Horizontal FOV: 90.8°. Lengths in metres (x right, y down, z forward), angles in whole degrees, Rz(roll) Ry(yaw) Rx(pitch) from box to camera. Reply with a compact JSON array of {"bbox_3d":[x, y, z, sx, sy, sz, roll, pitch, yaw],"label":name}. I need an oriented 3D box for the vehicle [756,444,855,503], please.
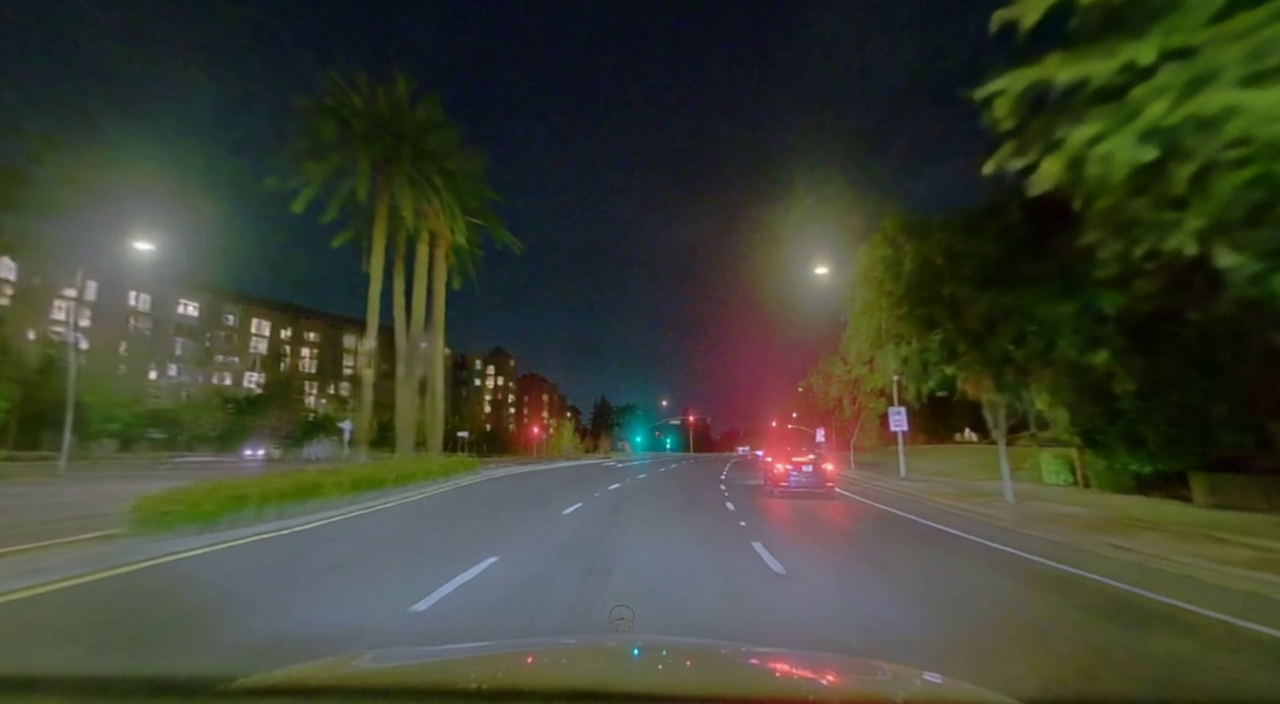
[{"bbox_3d":[4.563,3.376,18.016,1.993,1.483,3.821,-1,-9,4],"label":"vehicle"}]
